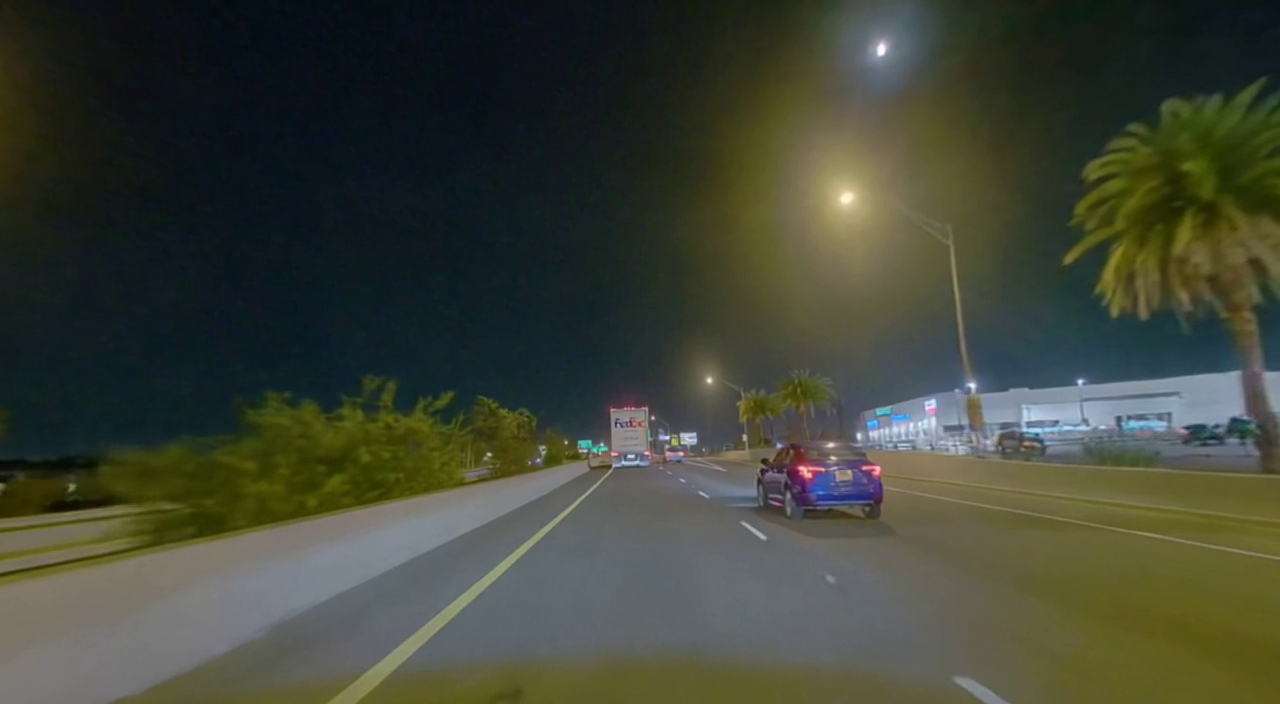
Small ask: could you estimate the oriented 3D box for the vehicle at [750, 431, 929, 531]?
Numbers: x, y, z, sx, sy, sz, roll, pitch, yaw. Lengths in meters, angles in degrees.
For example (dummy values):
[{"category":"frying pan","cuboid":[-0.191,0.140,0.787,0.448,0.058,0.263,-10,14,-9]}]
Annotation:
[{"category":"vehicle","cuboid":[3.526,2.372,12.114,1.966,1.558,4.238,0,-9,-1]}]
